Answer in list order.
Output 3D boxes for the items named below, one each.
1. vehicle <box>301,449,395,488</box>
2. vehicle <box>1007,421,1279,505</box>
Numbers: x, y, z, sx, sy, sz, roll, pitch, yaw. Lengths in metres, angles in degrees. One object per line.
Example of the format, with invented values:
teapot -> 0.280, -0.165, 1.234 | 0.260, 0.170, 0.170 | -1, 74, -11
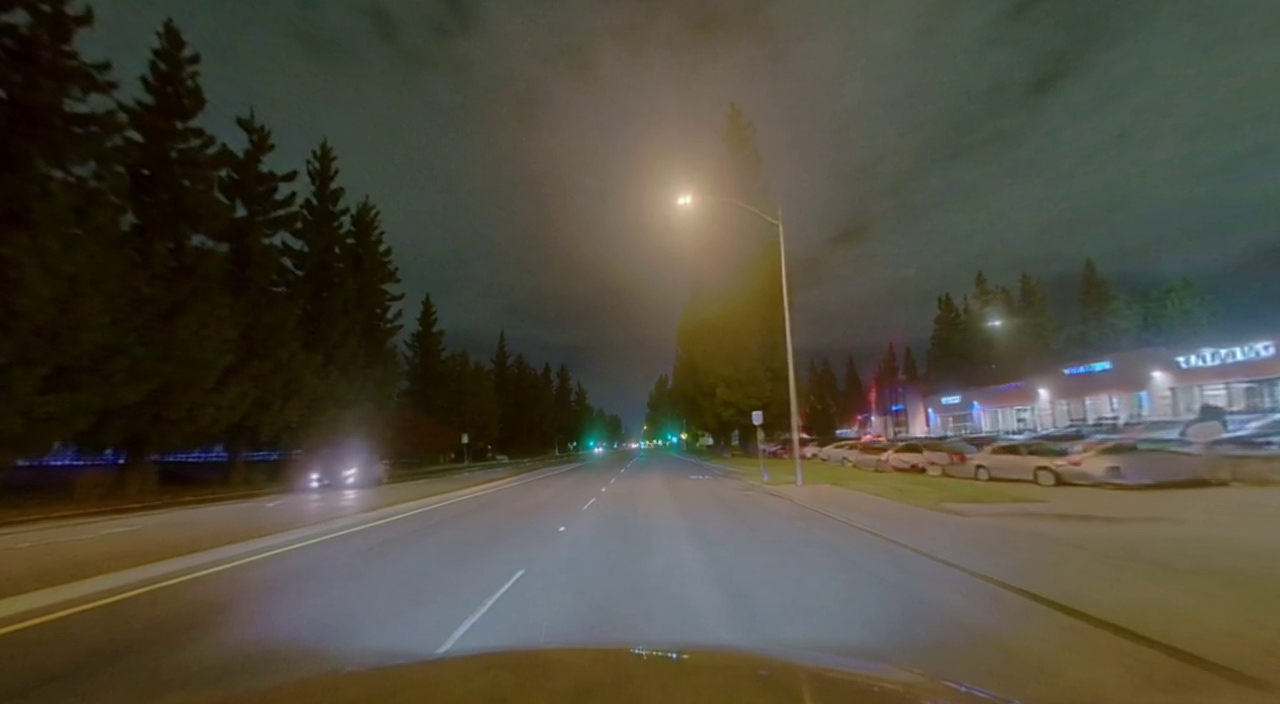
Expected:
vehicle -> -13.657, 5.443, 29.846 | 2.044, 1.514, 4.704 | -4, -9, 3
vehicle -> 11.029, 2.463, 14.105 | 4.361, 1.462, 1.857 | -4, -9, 1
